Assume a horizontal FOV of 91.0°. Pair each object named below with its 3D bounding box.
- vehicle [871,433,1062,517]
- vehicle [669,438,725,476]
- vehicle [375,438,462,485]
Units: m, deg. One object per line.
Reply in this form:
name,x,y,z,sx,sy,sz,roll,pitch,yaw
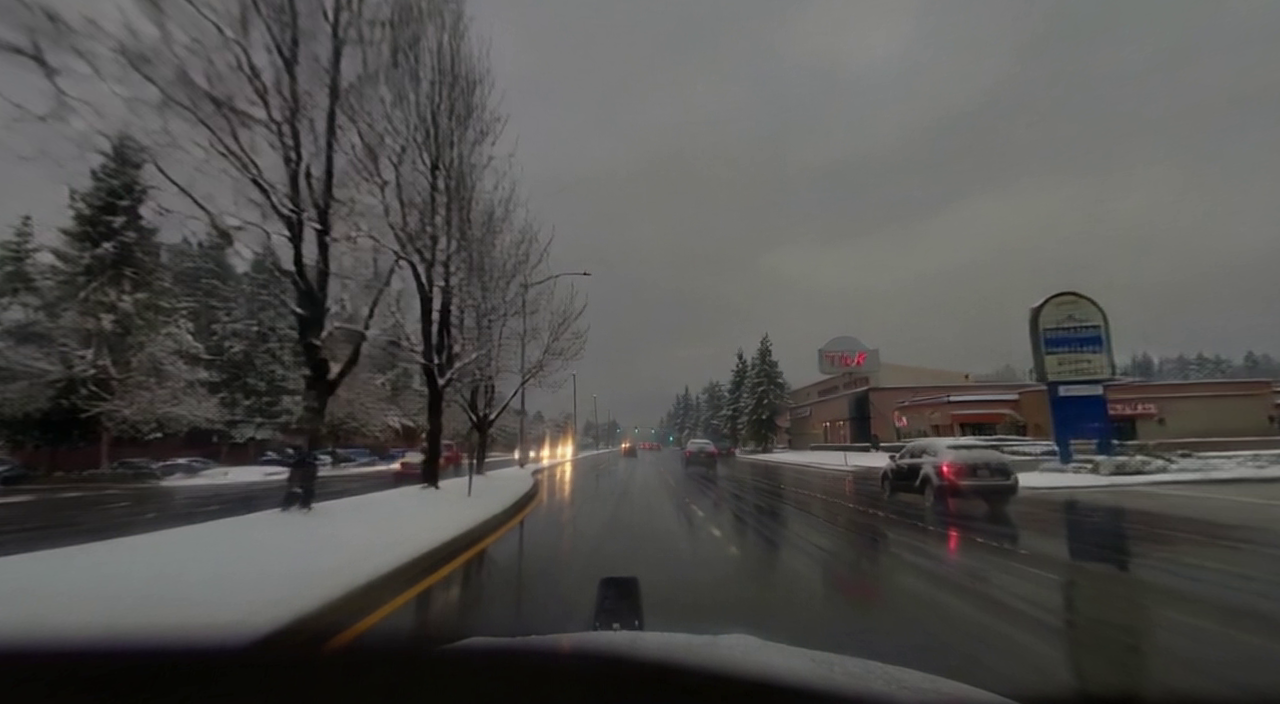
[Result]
vehicle,6.829,2.595,13.792,1.886,1.528,4.169,0,-9,-1
vehicle,2.605,4.920,29.697,2.161,1.676,4.151,0,-9,-1
vehicle,-9.416,4.682,27.251,2.118,1.838,4.737,0,-9,-1
